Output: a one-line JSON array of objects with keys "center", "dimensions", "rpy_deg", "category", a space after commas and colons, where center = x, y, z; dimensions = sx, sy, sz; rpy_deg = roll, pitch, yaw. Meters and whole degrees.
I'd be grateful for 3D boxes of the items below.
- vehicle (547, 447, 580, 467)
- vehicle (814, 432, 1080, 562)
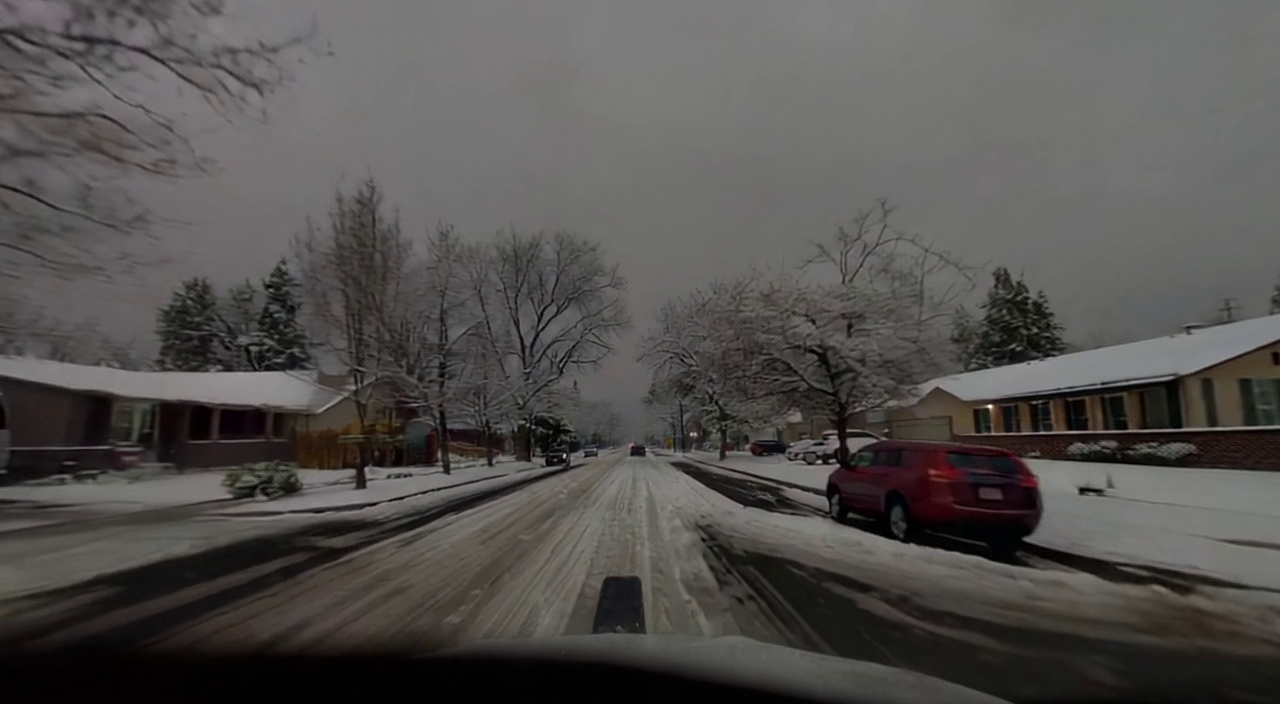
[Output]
[{"center": [-5.894, 8.144, 49.040], "dimensions": [1.904, 1.445, 4.282], "rpy_deg": [-1, -9, 3], "category": "vehicle"}, {"center": [4.260, 2.054, 9.708], "dimensions": [2.011, 1.521, 4.292], "rpy_deg": [0, -9, 1], "category": "vehicle"}]
